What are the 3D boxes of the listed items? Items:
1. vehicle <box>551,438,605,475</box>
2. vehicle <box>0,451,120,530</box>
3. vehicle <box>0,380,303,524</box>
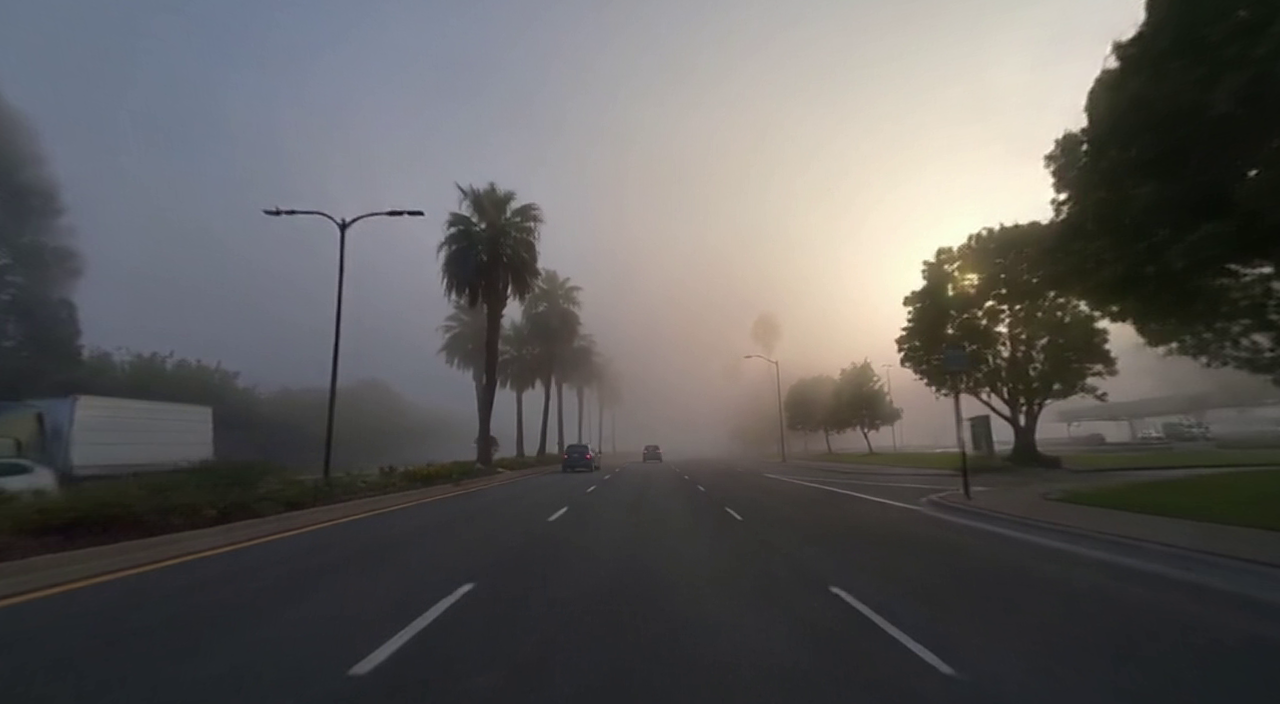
[{"bbox_3d":[-3.226,5.545,33.542,2.188,1.819,4.667,0,-9,3],"label":"vehicle"},{"bbox_3d":[-16.402,3.364,15.319,2.402,1.844,5.766,0,-9,1],"label":"vehicle"},{"bbox_3d":[-20.770,4.046,27.301,2.968,4.370,16.176,0,-7,1],"label":"vehicle"}]
